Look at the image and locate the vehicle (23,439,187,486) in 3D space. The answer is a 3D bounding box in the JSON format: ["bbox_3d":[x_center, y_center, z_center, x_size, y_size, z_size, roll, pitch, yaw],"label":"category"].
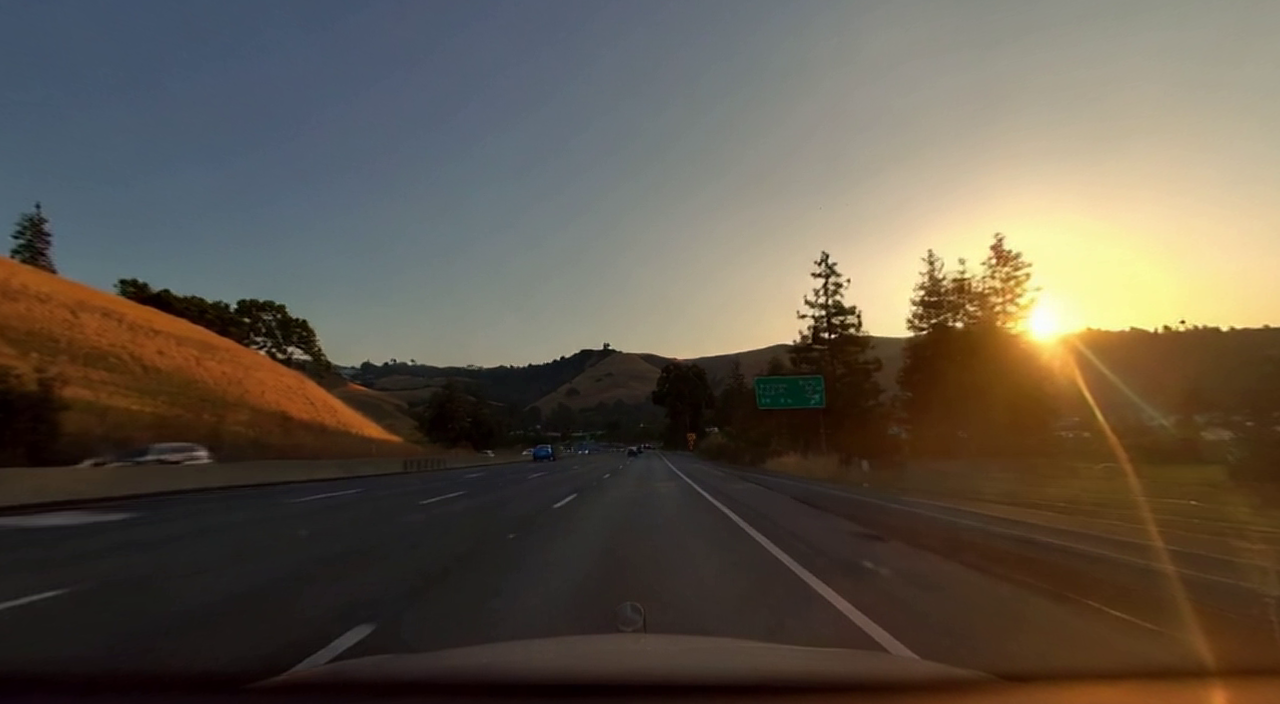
[{"bbox_3d":[-19.570,4.041,23.417,1.851,1.545,4.735,0,-8,1],"label":"vehicle"}]
